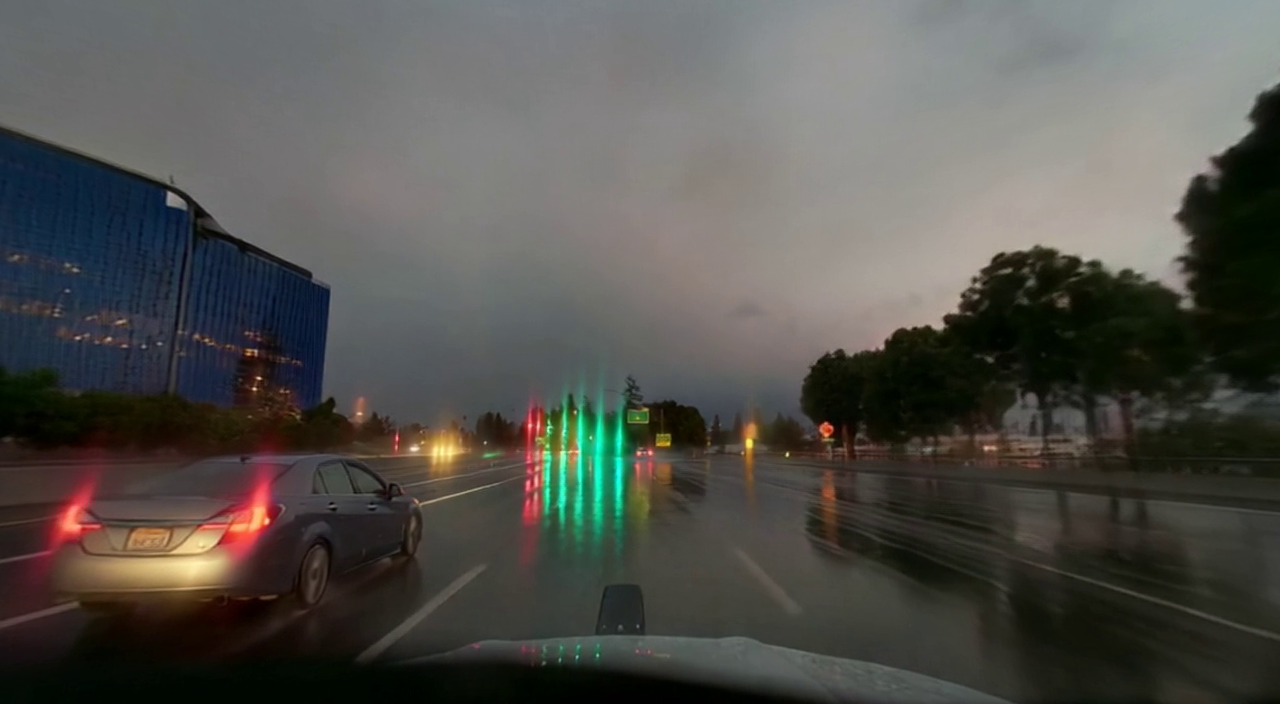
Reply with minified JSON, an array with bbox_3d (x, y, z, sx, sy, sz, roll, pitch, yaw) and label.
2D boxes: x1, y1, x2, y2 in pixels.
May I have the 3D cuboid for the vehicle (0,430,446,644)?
[{"bbox_3d":[-3.754,1.620,6.662,2.018,1.476,4.364,0,-8,0],"label":"vehicle"}]
